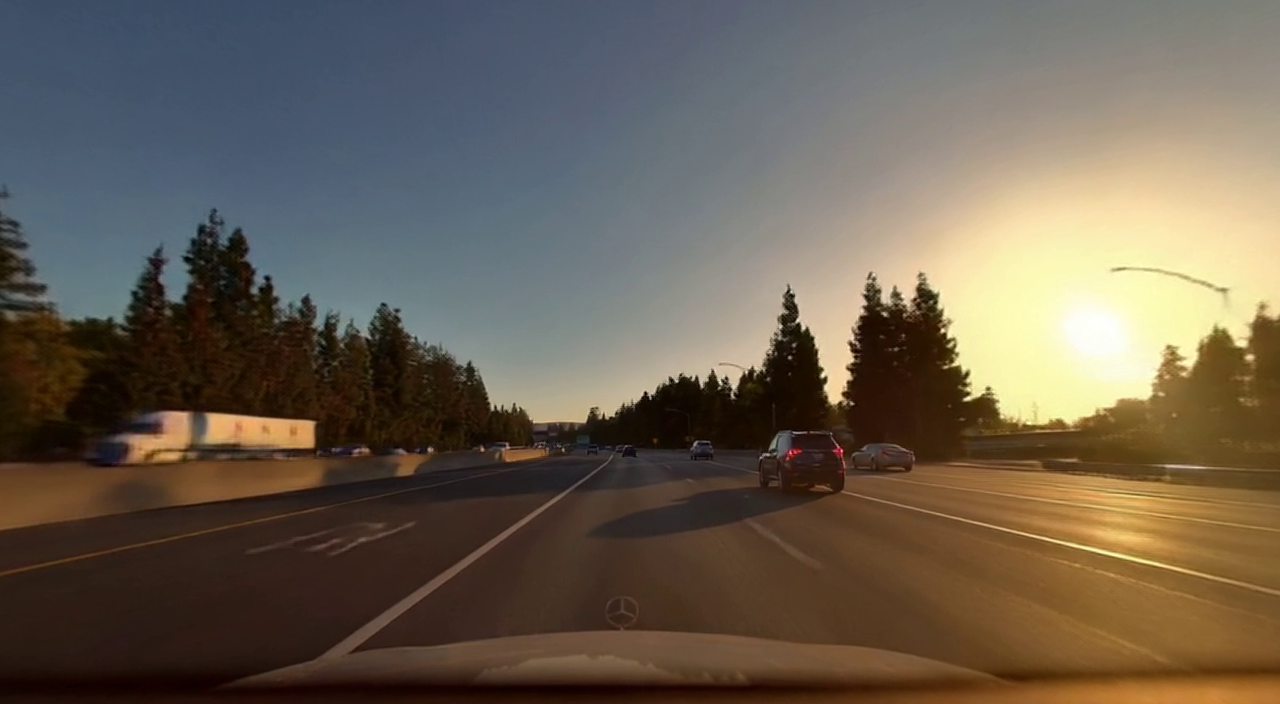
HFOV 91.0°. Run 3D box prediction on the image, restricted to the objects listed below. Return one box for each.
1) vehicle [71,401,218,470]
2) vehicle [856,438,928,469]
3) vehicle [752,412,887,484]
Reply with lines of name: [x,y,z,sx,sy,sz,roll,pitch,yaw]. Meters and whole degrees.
vehicle: [-32.233,5.569,41.546,3.052,4.072,8.144,0,-8,-2]
vehicle: [13.907,5.632,35.074,2.072,1.611,4.387,0,-8,-2]
vehicle: [6.608,3.741,24.720,2.779,2.339,8.073,0,-8,-1]
